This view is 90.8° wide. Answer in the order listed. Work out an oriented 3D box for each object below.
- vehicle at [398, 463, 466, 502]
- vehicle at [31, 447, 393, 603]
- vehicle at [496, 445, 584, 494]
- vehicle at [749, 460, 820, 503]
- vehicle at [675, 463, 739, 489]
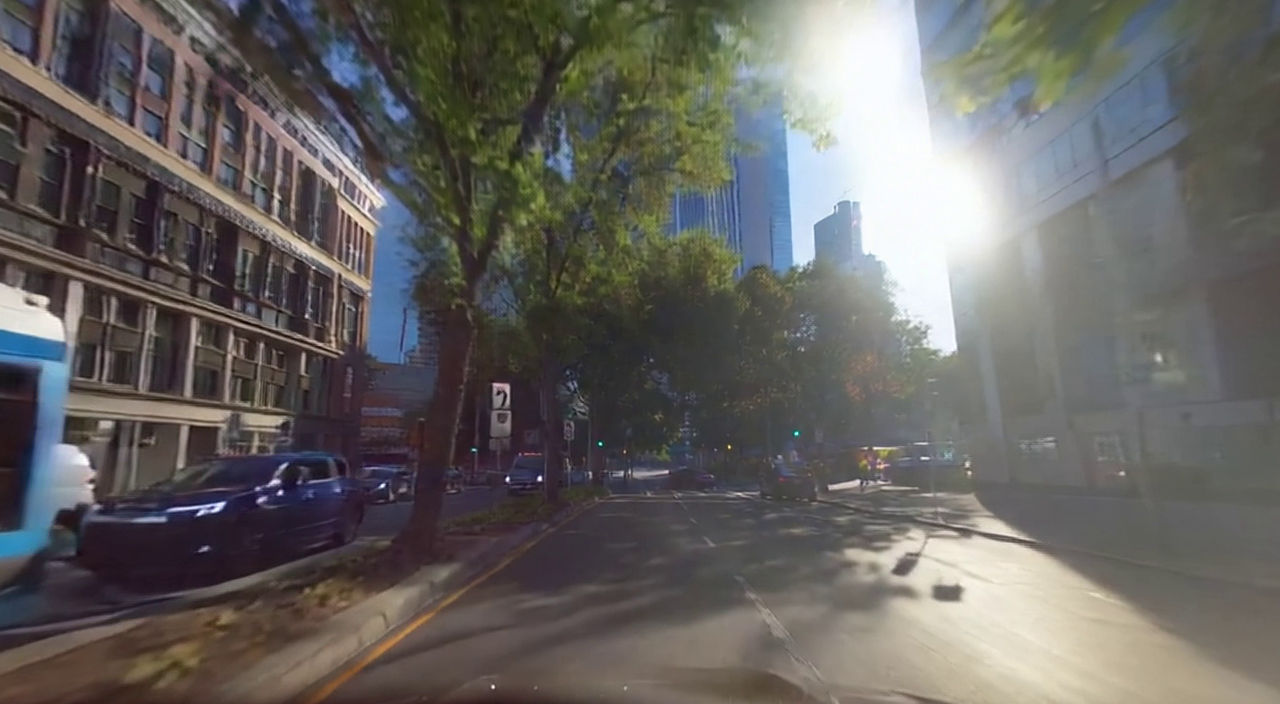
[{"bbox_3d":[-10.700,6.705,32.836,1.908,1.721,4.285,0,-8,2],"label":"vehicle"},{"bbox_3d":[-5.087,2.035,8.369,1.914,1.530,3.980,0,-8,1],"label":"vehicle"},{"bbox_3d":[-6.427,7.624,41.738,2.591,2.910,6.652,-4,-9,23],"label":"vehicle"},{"bbox_3d":[6.048,5.454,26.992,1.888,1.536,4.381,0,-8,-1],"label":"vehicle"},{"bbox_3d":[5.249,9.810,49.902,4.742,1.906,1.933,0,-8,-2],"label":"vehicle"}]
